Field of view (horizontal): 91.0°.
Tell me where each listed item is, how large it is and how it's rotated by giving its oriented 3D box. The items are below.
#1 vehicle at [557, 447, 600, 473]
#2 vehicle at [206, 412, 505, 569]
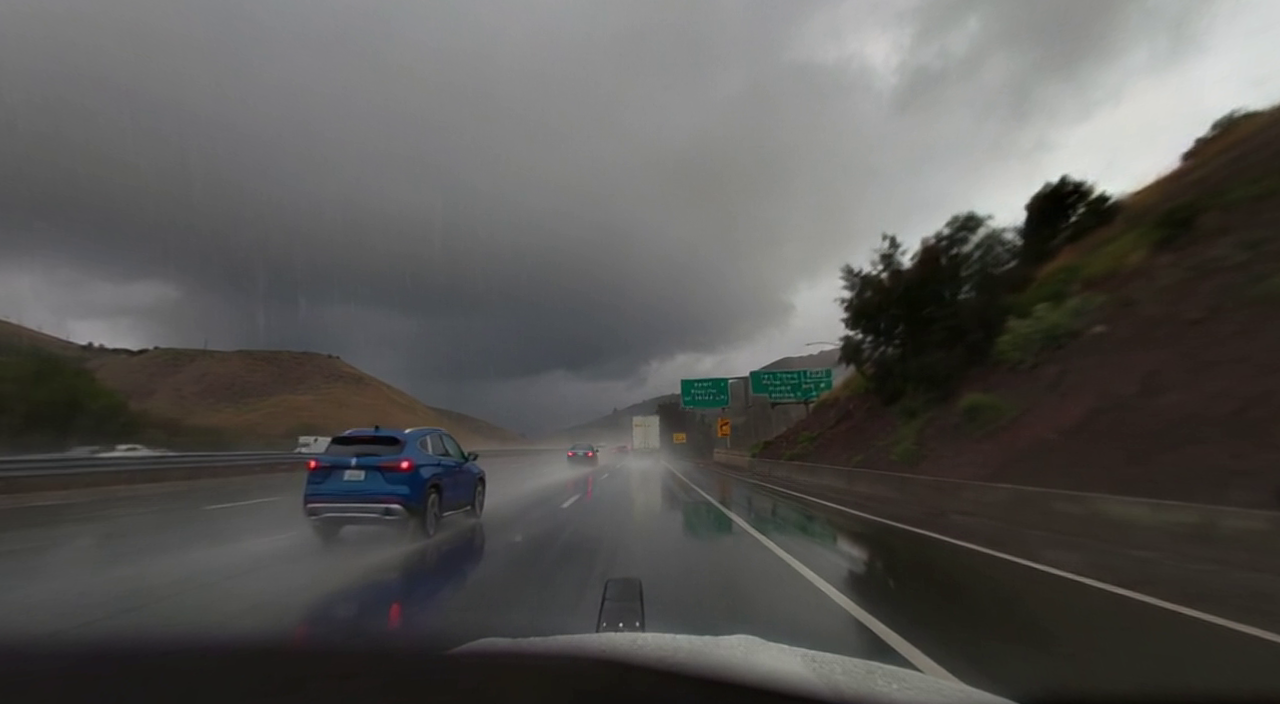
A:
[{"bbox_3d":[-3.744,6.629,39.026,2.101,1.476,4.471,0,-9,1],"label":"vehicle"},{"bbox_3d":[-3.702,1.907,9.458,2.194,1.725,4.698,0,-9,1],"label":"vehicle"}]
